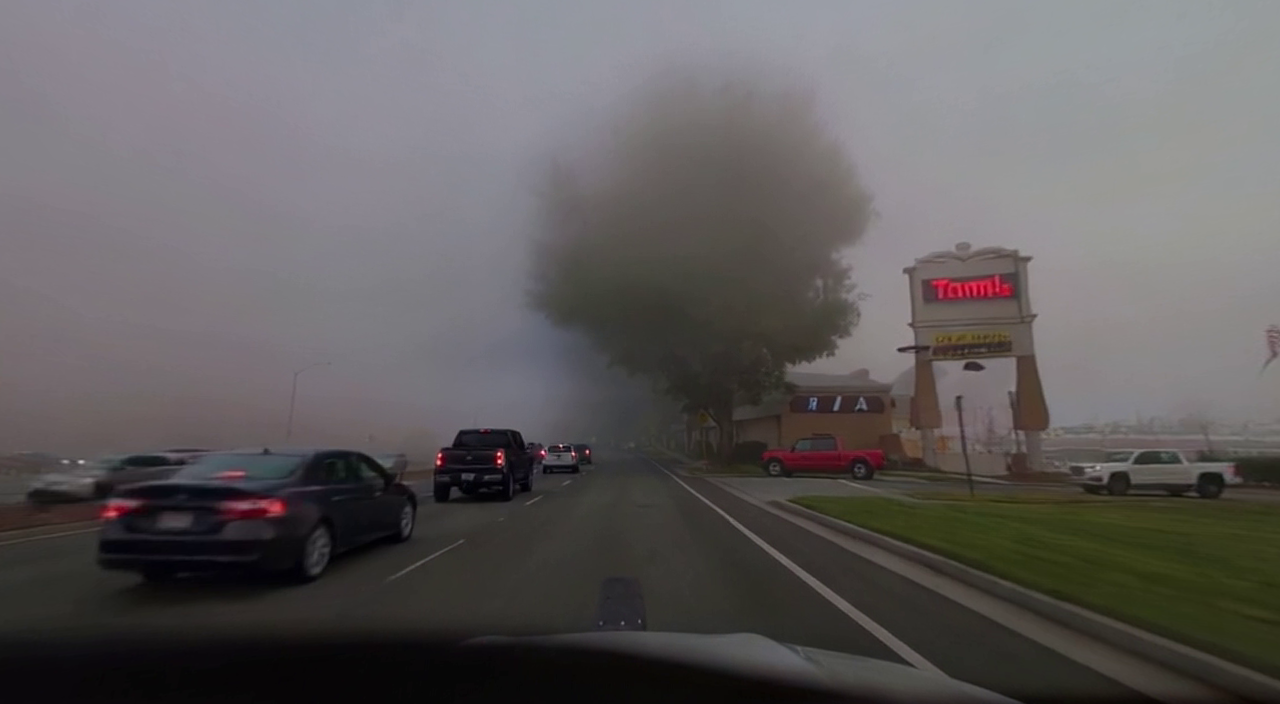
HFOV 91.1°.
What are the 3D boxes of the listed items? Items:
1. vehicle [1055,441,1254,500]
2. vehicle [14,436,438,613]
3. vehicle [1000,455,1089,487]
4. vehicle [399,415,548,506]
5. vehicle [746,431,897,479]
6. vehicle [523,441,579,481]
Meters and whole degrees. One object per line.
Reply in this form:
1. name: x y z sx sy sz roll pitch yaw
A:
1. vehicle: 18.304 4.220 22.614 5.120 1.817 2.154 1 -8 5
2. vehicle: -4.135 1.751 7.420 2.113 1.446 4.309 0 -8 -1
3. vehicle: 20.142 5.904 31.483 1.646 1.418 3.910 1 -8 -4
4. vehicle: -4.394 3.017 17.972 2.664 2.122 6.124 0 -8 -1
5. vehicle: 6.387 3.745 22.661 4.813 1.622 2.110 0 -11 4
6. vehicle: -4.427 5.457 31.913 2.129 1.855 4.414 0 -8 1
